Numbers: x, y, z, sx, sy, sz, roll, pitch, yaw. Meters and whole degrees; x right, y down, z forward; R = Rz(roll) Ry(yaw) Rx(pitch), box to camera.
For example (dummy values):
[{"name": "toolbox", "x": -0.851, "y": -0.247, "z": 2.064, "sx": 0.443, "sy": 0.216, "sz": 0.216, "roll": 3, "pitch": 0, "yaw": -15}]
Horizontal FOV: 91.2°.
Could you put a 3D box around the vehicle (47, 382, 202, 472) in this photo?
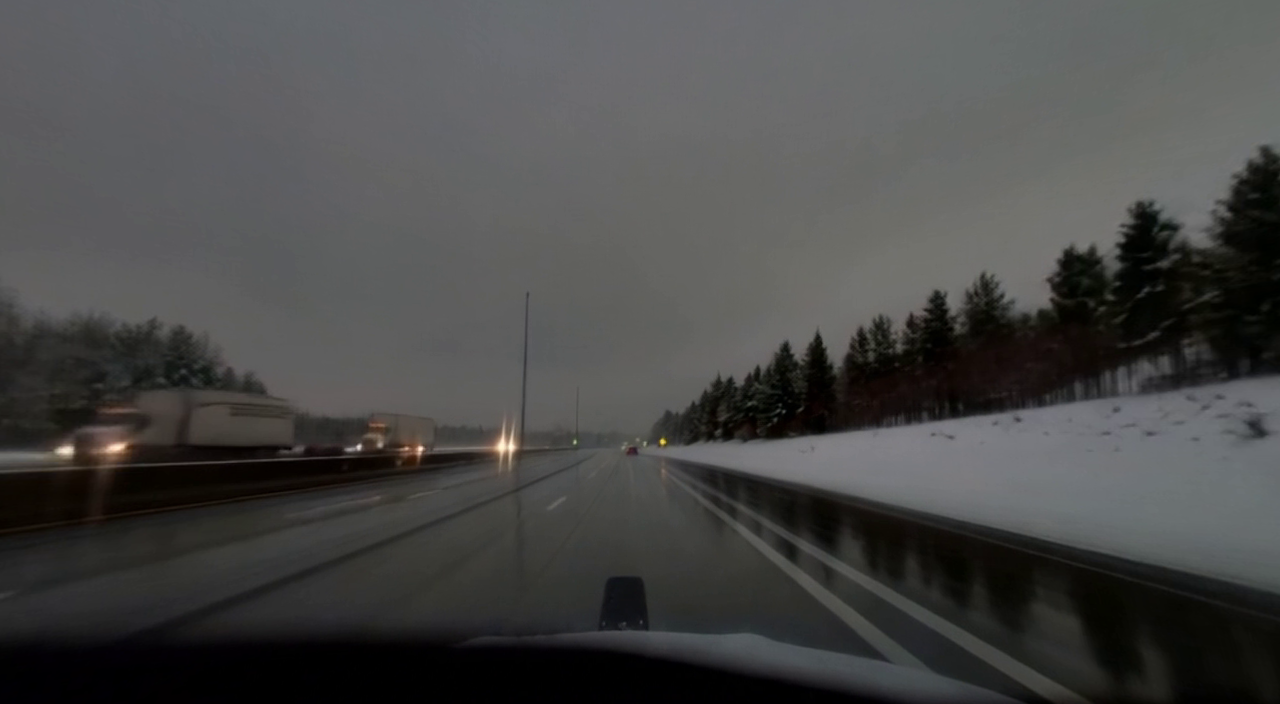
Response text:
[{"name": "vehicle", "x": -25.470, "y": 3.794, "z": 31.371, "sx": 3.368, "sy": 4.102, "sz": 4.839, "roll": 0, "pitch": -8, "yaw": -1}]

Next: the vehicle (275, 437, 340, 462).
[{"name": "vehicle", "x": -21.365, "y": 6.292, "z": 40.510, "sx": 1.844, "sy": 1.525, "sz": 4.466, "roll": 0, "pitch": -9, "yaw": -1}]
